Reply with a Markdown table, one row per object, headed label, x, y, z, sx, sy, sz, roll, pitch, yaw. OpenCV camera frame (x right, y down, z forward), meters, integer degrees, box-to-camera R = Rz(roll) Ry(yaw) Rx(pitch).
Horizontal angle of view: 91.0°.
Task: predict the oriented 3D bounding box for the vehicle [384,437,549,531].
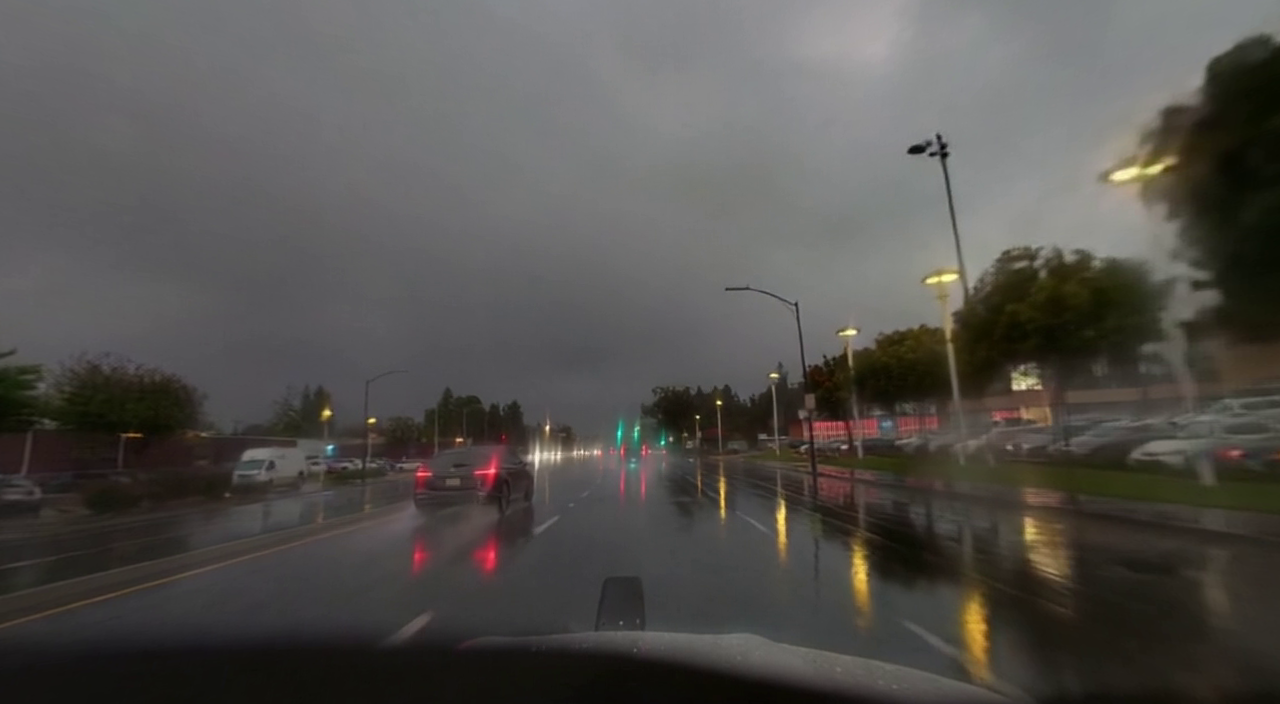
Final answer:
| label | x | y | z | sx | sy | sz | roll | pitch | yaw |
| --- | --- | --- | --- | --- | --- | --- | --- | --- | --- |
| vehicle | -3.096 | 2.444 | 12.292 | 1.939 | 1.496 | 4.309 | 0 | -9 | 1 |

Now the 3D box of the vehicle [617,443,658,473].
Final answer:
| label | x | y | z | sx | sy | sz | roll | pitch | yaw |
| --- | --- | --- | --- | --- | --- | --- | --- | --- | --- |
| vehicle | -0.142 | 5.496 | 32.917 | 2.019 | 1.459 | 4.005 | 0 | -9 | -1 |

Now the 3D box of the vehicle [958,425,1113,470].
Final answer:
| label | x | y | z | sx | sy | sz | roll | pitch | yaw |
| --- | --- | --- | --- | --- | --- | --- | --- | --- | --- |
| vehicle | 14.502 | 3.524 | 23.283 | 4.307 | 1.552 | 2.063 | 0 | -9 | 0 |

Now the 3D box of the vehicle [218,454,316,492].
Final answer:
| label | x | y | z | sx | sy | sz | roll | pitch | yaw |
| --- | --- | --- | --- | --- | --- | --- | --- | --- | --- |
| vehicle | -23.024 | 7.435 | 39.269 | 2.416 | 2.082 | 6.190 | 0 | -9 | -2 |

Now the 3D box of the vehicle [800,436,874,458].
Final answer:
| label | x | y | z | sx | sy | sz | roll | pitch | yaw |
| --- | --- | --- | --- | --- | --- | --- | --- | --- | --- |
| vehicle | 14.066 | 6.819 | 45.184 | 4.630 | 1.497 | 2.016 | 0 | -9 | 0 |

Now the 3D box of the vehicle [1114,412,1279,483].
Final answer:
| label | x | y | z | sx | sy | sz | roll | pitch | yaw |
| --- | --- | --- | --- | --- | --- | --- | --- | --- | --- |
| vehicle | 14.320 | 2.286 | 15.108 | 4.184 | 1.555 | 2.033 | 0 | -9 | 0 |
